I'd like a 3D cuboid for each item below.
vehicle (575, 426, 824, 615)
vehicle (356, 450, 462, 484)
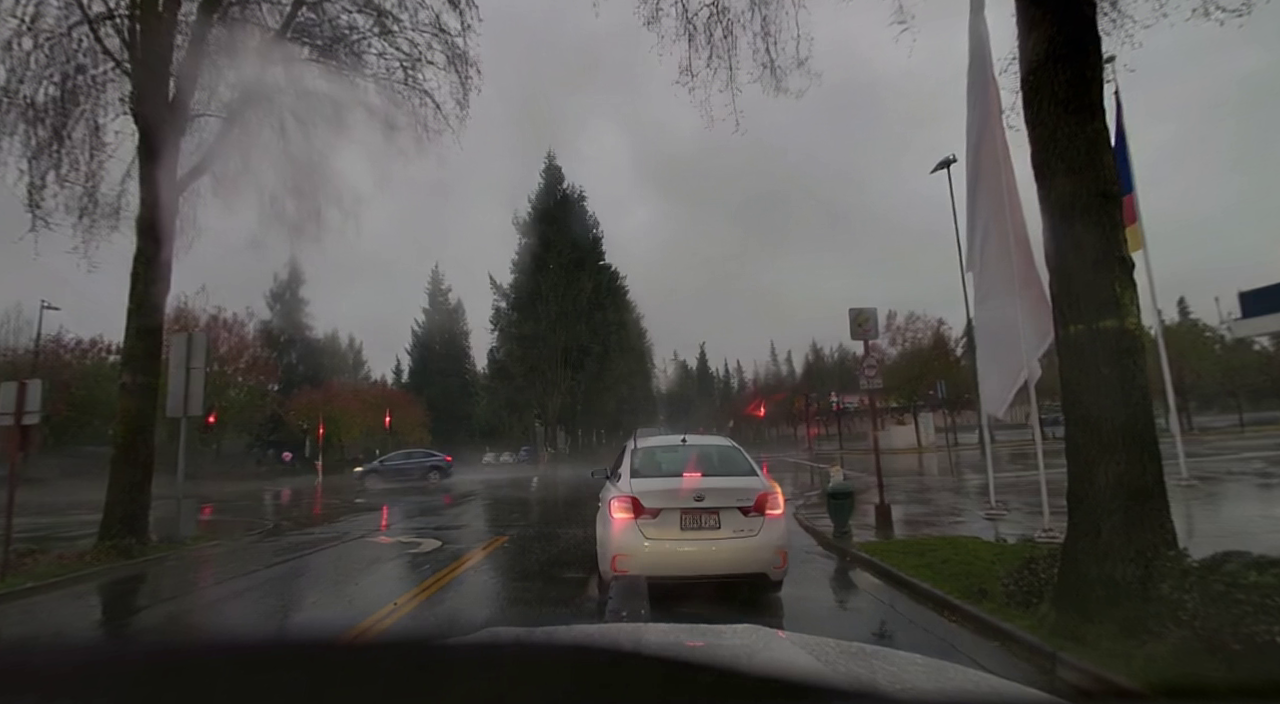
[{"bbox_3d":[0.382,1.622,6.904,1.985,1.463,3.647,0,-9,-3],"label":"vehicle"},{"bbox_3d":[-10.777,5.417,29.671,4.278,1.475,1.804,0,-11,-5],"label":"vehicle"}]
